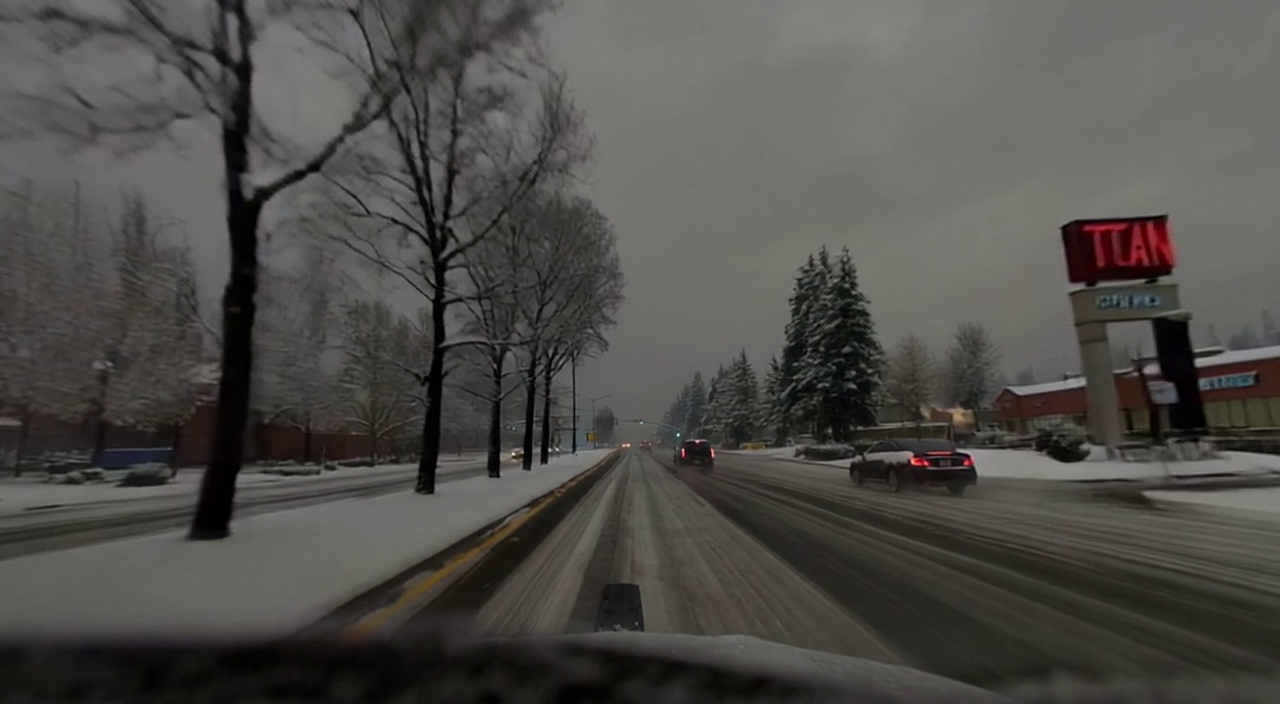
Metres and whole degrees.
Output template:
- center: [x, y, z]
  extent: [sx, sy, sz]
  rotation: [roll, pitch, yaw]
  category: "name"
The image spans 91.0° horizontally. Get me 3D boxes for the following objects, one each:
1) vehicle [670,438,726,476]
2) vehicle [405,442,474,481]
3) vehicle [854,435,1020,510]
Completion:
- center: [2.629, 4.909, 29.622]
  extent: [2.161, 1.676, 4.151]
  rotation: [0, -9, -1]
  category: "vehicle"
- center: [-9.426, 5.177, 29.939]
  extent: [1.968, 1.684, 4.265]
  rotation: [0, -9, -2]
  category: "vehicle"
- center: [6.852, 2.796, 15.107]
  extent: [1.886, 1.528, 4.169]
  rotation: [0, -9, -1]
  category: "vehicle"
